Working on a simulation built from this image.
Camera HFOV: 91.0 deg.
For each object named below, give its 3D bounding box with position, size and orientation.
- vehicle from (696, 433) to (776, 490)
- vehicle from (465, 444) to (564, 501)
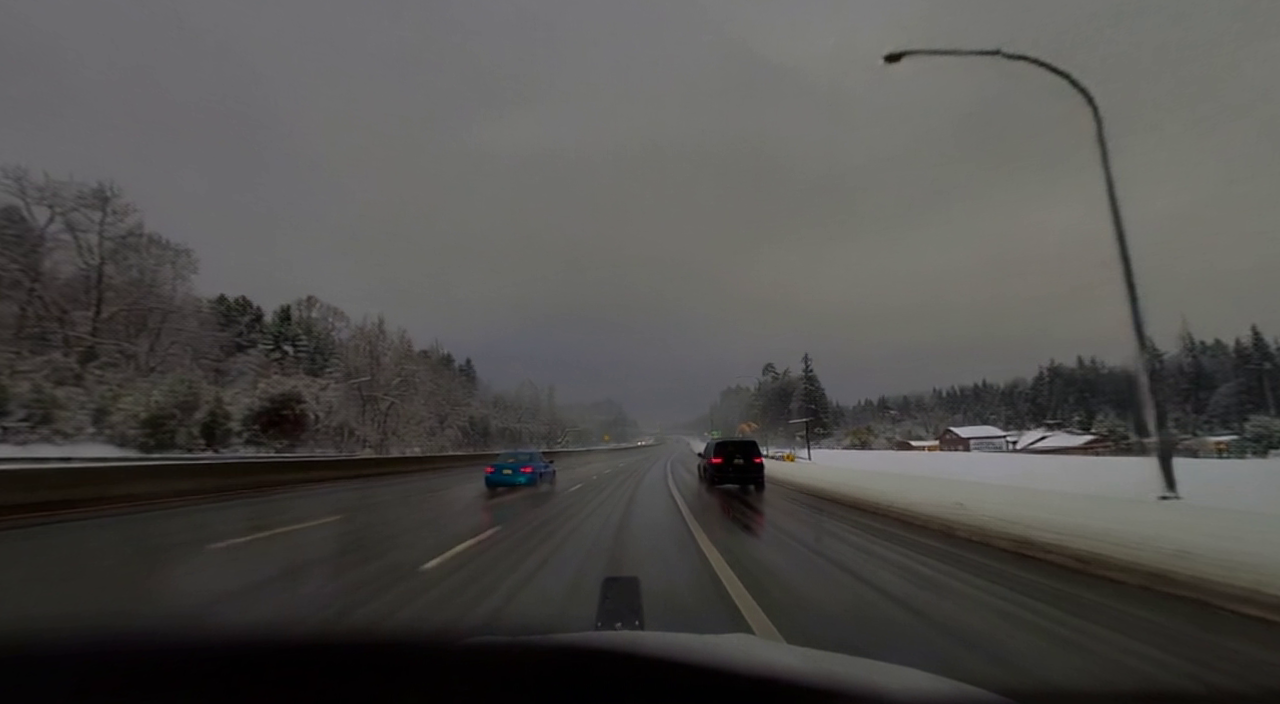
[{"bbox_3d":[3.307,3.873,22.590,2.225,1.833,4.340,0,-9,1],"label":"vehicle"},{"bbox_3d":[-3.579,3.508,18.787,1.937,1.490,4.372,0,-9,1],"label":"vehicle"}]
